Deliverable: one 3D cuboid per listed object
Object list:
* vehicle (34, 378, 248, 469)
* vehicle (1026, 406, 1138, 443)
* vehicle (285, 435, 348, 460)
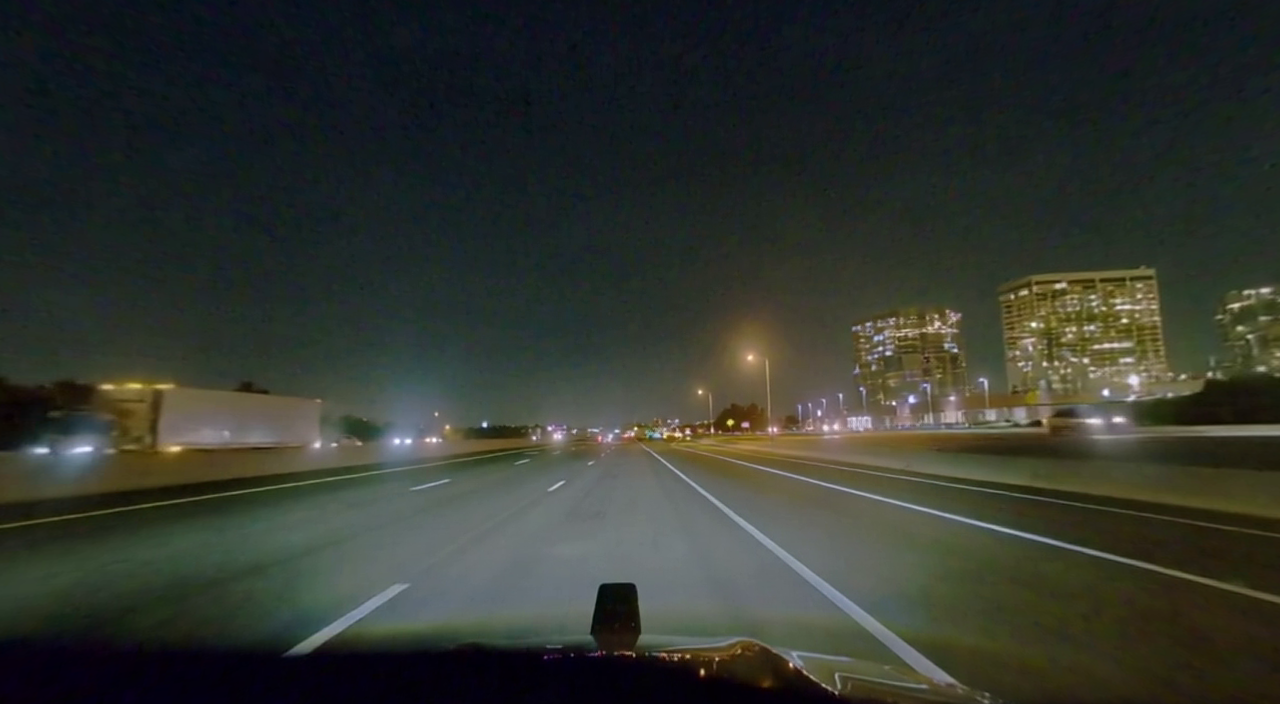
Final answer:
[{"bbox_3d":[-24.960,3.790,32.543,2.966,3.982,9.947,0,-8,-1],"label":"vehicle"},{"bbox_3d":[19.000,3.199,27.312,1.718,1.467,4.407,-1,-8,1],"label":"vehicle"},{"bbox_3d":[-20.214,5.975,39.515,1.813,1.493,4.013,0,-8,0],"label":"vehicle"}]
